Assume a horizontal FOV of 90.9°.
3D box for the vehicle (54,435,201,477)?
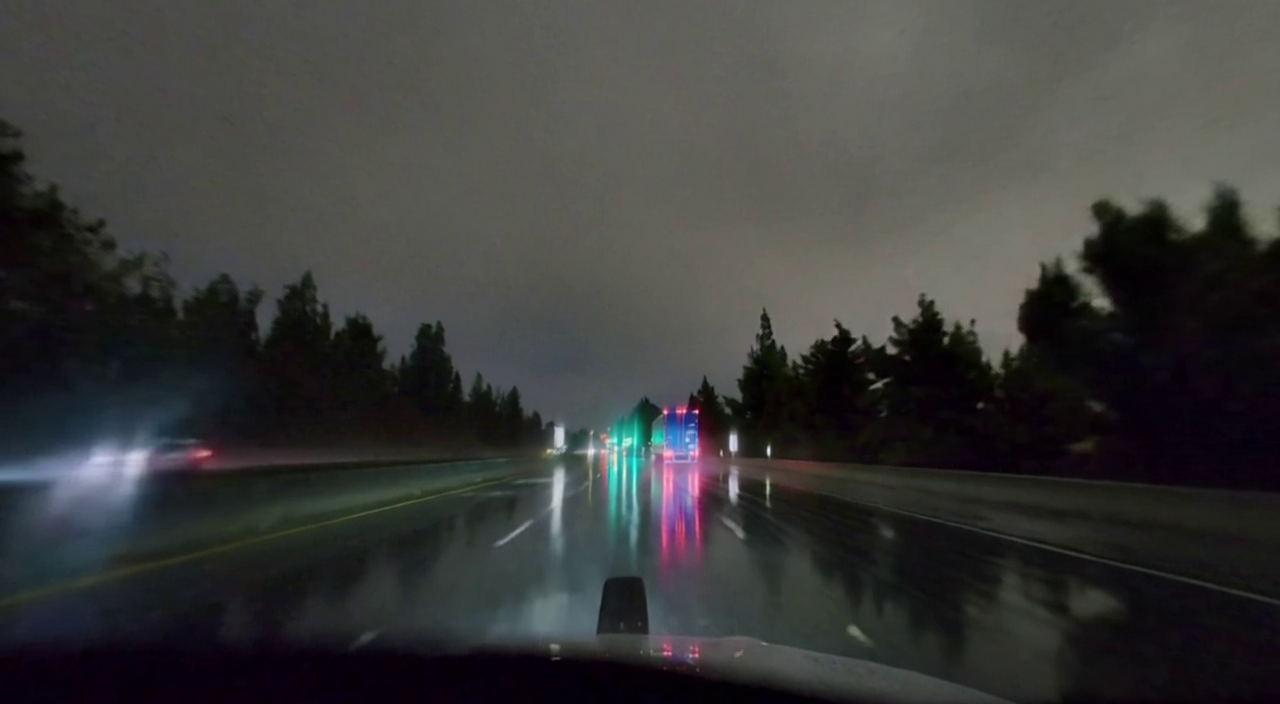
[{"bbox_3d":[-20.040,4.107,24.992,1.899,1.491,4.688,0,-9,0],"label":"vehicle"}]
